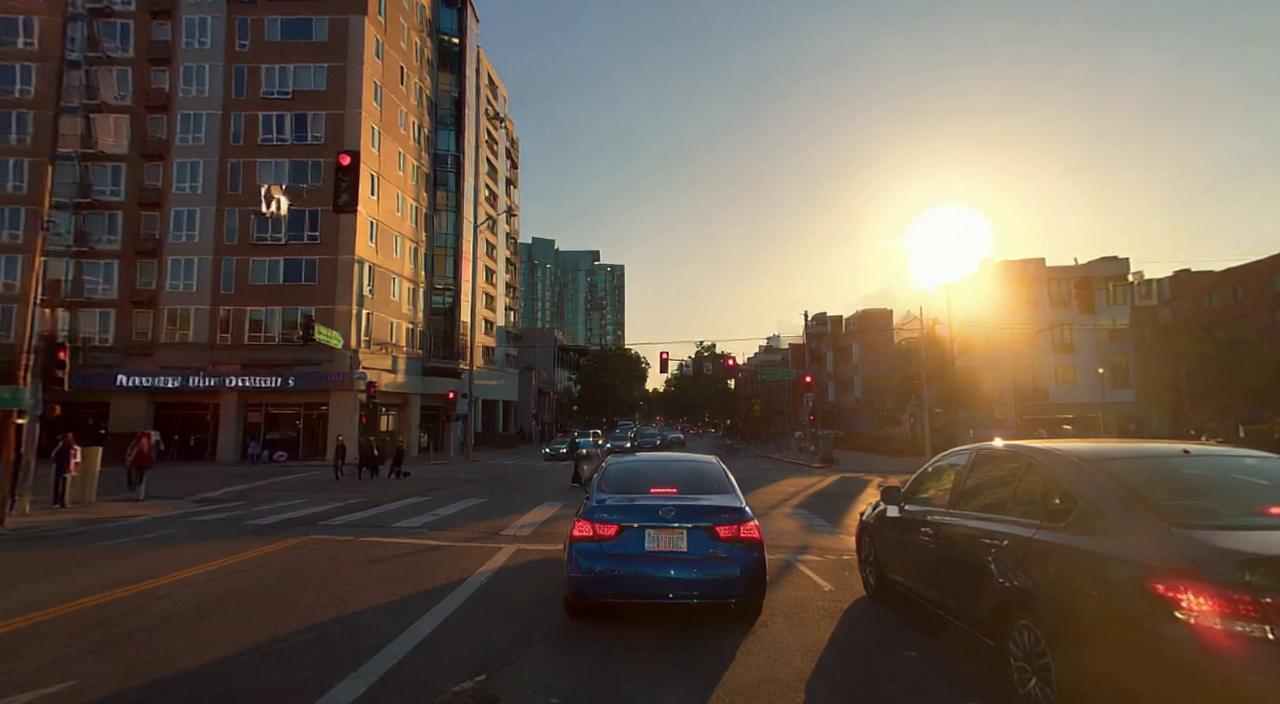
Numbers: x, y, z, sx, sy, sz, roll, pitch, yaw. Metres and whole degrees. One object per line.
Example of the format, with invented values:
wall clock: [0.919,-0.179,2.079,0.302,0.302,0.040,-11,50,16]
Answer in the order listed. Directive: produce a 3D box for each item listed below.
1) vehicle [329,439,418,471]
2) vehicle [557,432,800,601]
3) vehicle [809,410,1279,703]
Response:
vehicle: [-14.347,5.544,33.974,3.912,1.596,2.030,7,-11,-38]
vehicle: [0.275,1.745,7.625,2.132,1.464,4.089,0,-8,-2]
vehicle: [2.811,1.292,4.585,1.961,1.498,4.356,0,-8,0]
